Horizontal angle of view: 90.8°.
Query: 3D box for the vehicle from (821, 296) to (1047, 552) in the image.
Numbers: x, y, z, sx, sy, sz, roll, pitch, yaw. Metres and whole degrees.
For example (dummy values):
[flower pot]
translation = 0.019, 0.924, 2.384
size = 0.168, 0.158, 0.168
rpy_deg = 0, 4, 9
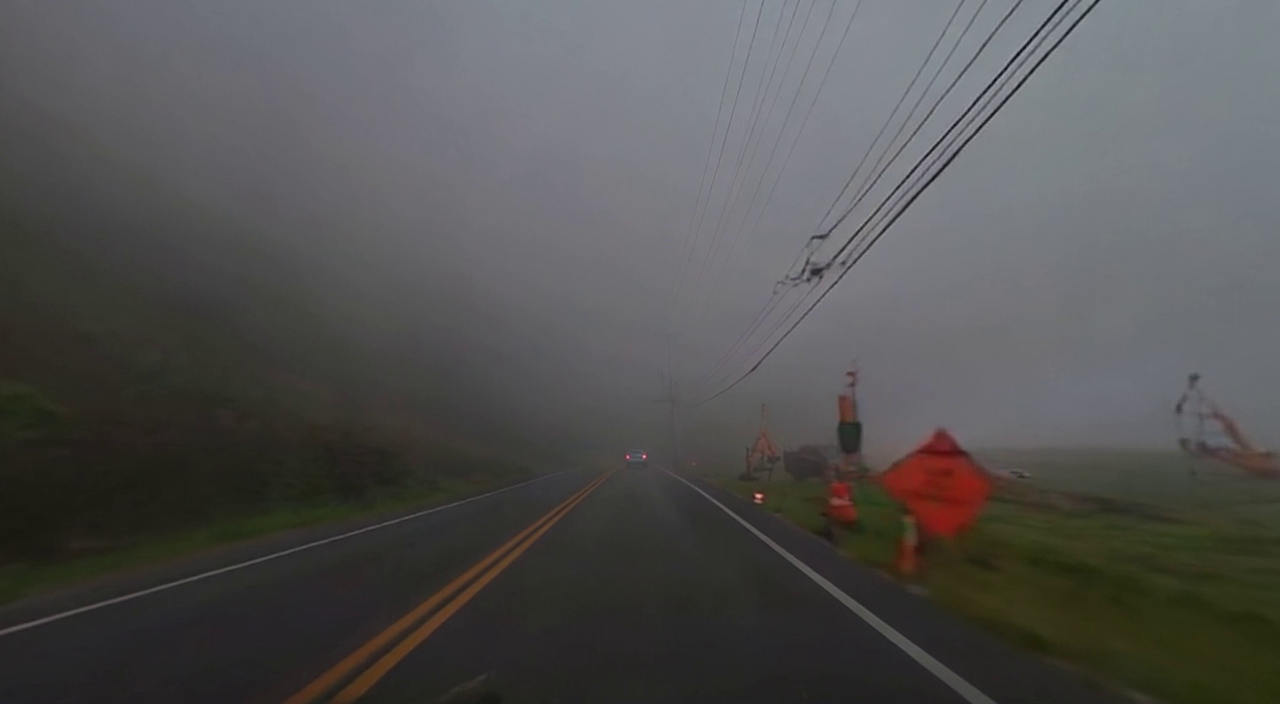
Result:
[vehicle]
translation = 4.109, 1.035, 9.277
size = 2.374, 3.357, 1.724
rpy_deg = 0, -9, 4
